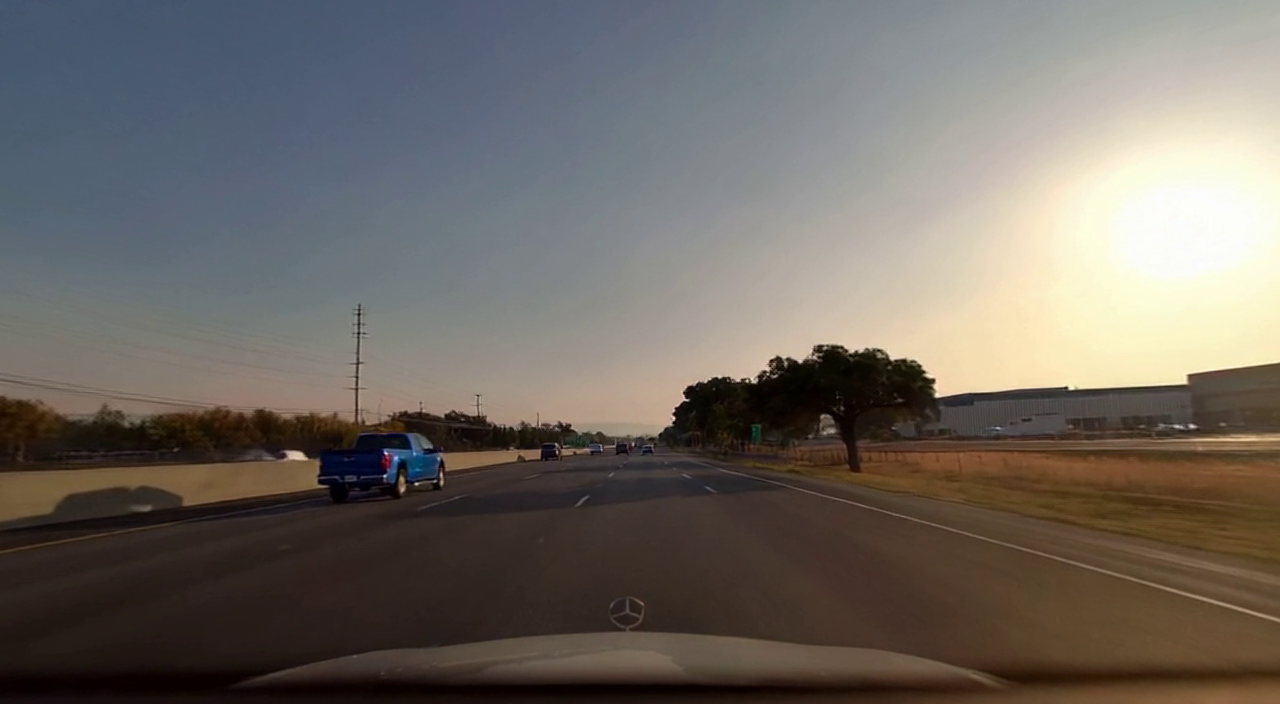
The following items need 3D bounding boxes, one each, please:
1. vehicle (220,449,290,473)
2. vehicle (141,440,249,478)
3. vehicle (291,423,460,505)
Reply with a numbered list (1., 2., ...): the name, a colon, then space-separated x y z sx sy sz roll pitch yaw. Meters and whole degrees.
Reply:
1. vehicle: -29.242 8.284 48.099 2.119 1.617 5.154 -1 -8 0
2. vehicle: -29.234 7.023 41.809 2.756 2.175 6.080 -3 -8 0
3. vehicle: -7.077 3.063 17.852 2.156 1.911 5.956 0 -8 1
